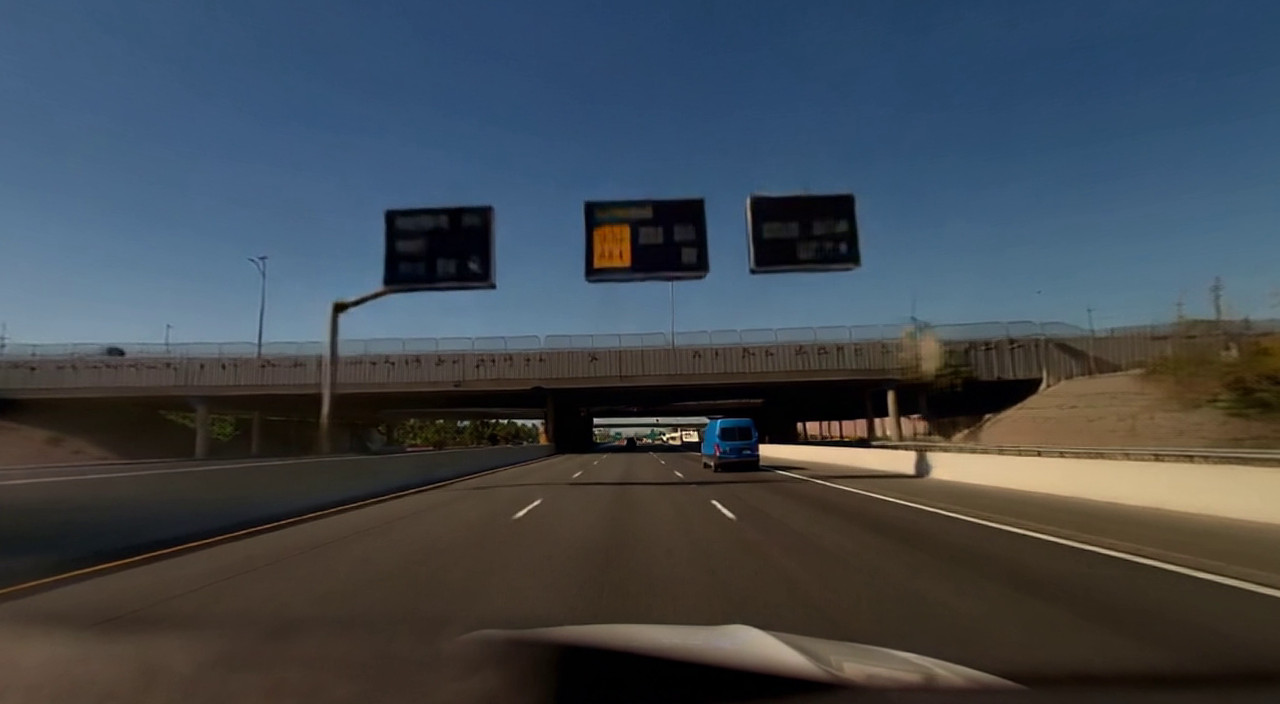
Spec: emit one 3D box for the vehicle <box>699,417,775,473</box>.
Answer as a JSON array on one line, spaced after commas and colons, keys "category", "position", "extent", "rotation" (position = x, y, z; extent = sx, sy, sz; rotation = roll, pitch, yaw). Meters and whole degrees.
[{"category": "vehicle", "position": [3.764, 3.735, 25.365], "extent": [2.161, 2.002, 4.631], "rotation": [0, -8, -2]}]
